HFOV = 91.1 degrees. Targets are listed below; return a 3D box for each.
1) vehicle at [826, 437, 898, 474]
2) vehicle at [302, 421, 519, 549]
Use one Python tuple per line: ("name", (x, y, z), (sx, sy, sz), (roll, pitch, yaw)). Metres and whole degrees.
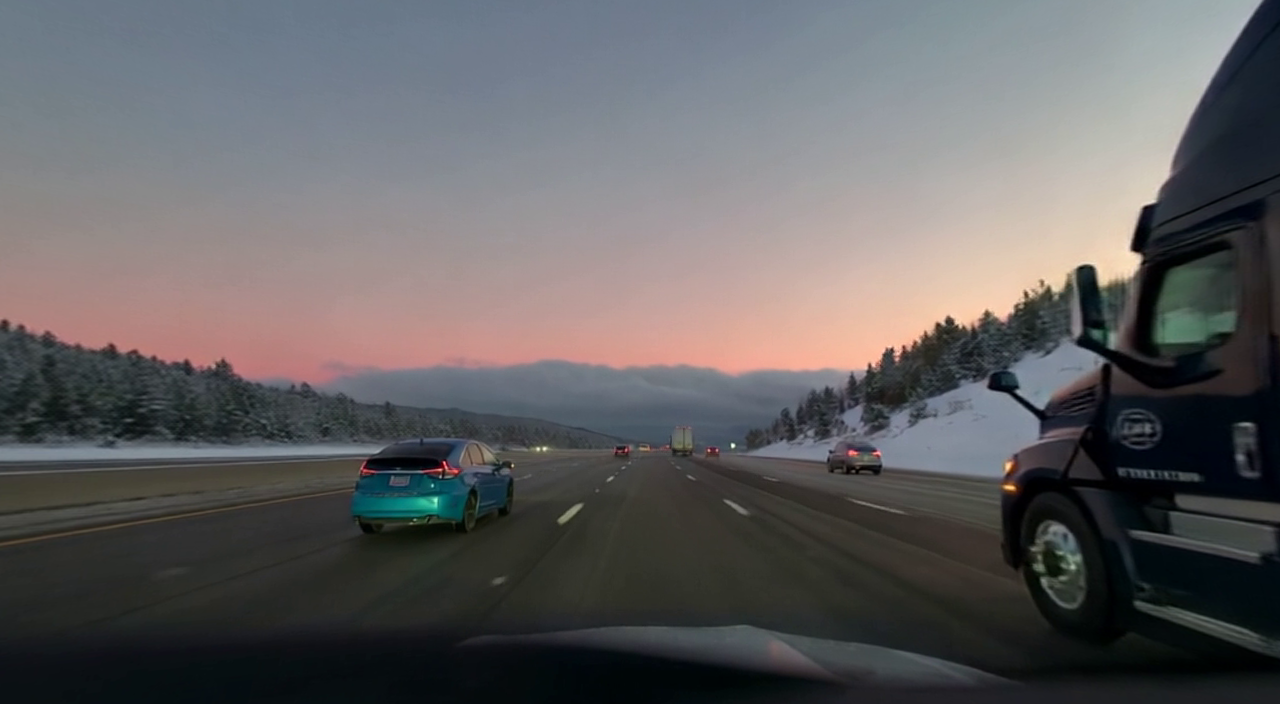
("vehicle", (11.292, 5.296, 32.308), (2.062, 1.736, 4.589), (0, -8, 0))
("vehicle", (-3.303, 1.987, 10.009), (1.967, 1.615, 3.886), (0, -8, 0))
